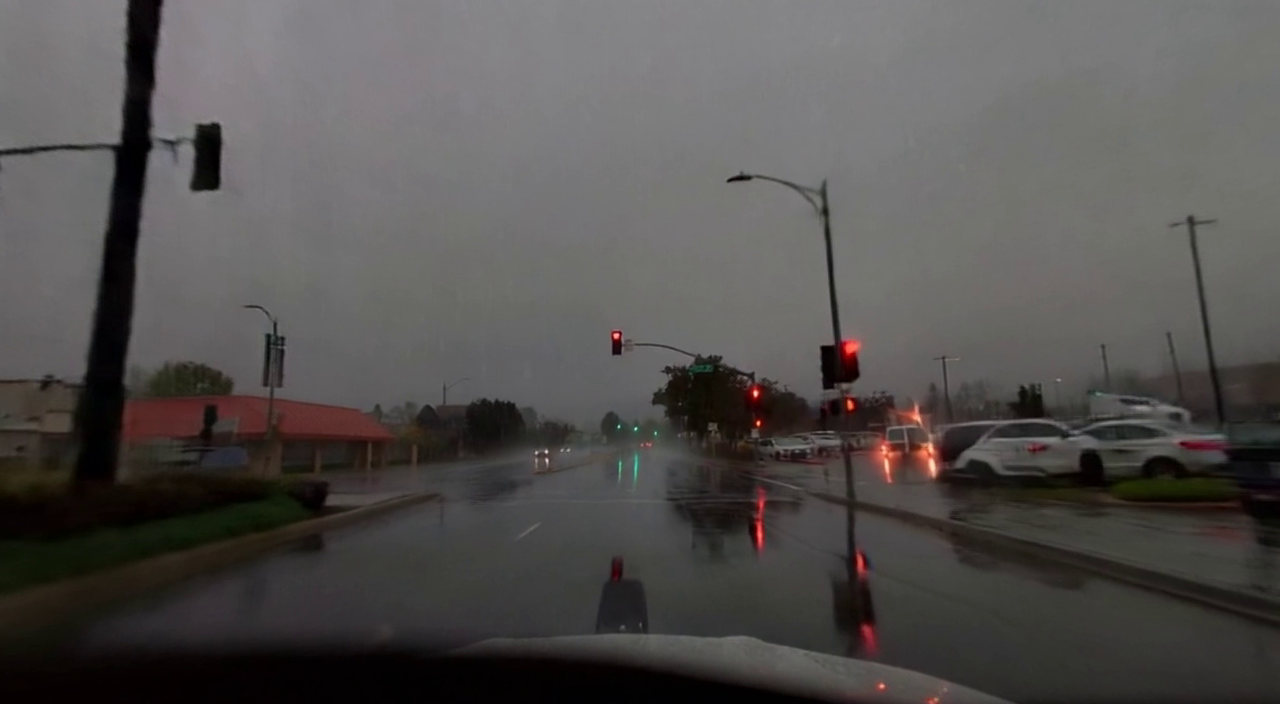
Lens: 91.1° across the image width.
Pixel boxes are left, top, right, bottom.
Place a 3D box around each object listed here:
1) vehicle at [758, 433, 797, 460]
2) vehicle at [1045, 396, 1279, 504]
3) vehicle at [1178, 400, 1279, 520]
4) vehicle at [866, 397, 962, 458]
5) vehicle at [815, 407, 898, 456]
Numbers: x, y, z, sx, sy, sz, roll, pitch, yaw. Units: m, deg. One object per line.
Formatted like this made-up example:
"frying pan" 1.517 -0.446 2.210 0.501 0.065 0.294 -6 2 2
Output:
"vehicle" 9.943 6.896 45.598 1.655 1.820 3.969 0 -9 -4
"vehicle" 10.946 1.892 12.214 4.641 1.883 2.085 0 -9 -3
"vehicle" 11.124 1.592 9.470 4.233 1.665 1.847 -1 -9 -1
"vehicle" 16.129 4.624 37.697 3.161 3.209 7.934 -1 -8 8
"vehicle" 16.324 6.181 48.383 2.814 3.328 10.467 0 -8 1
